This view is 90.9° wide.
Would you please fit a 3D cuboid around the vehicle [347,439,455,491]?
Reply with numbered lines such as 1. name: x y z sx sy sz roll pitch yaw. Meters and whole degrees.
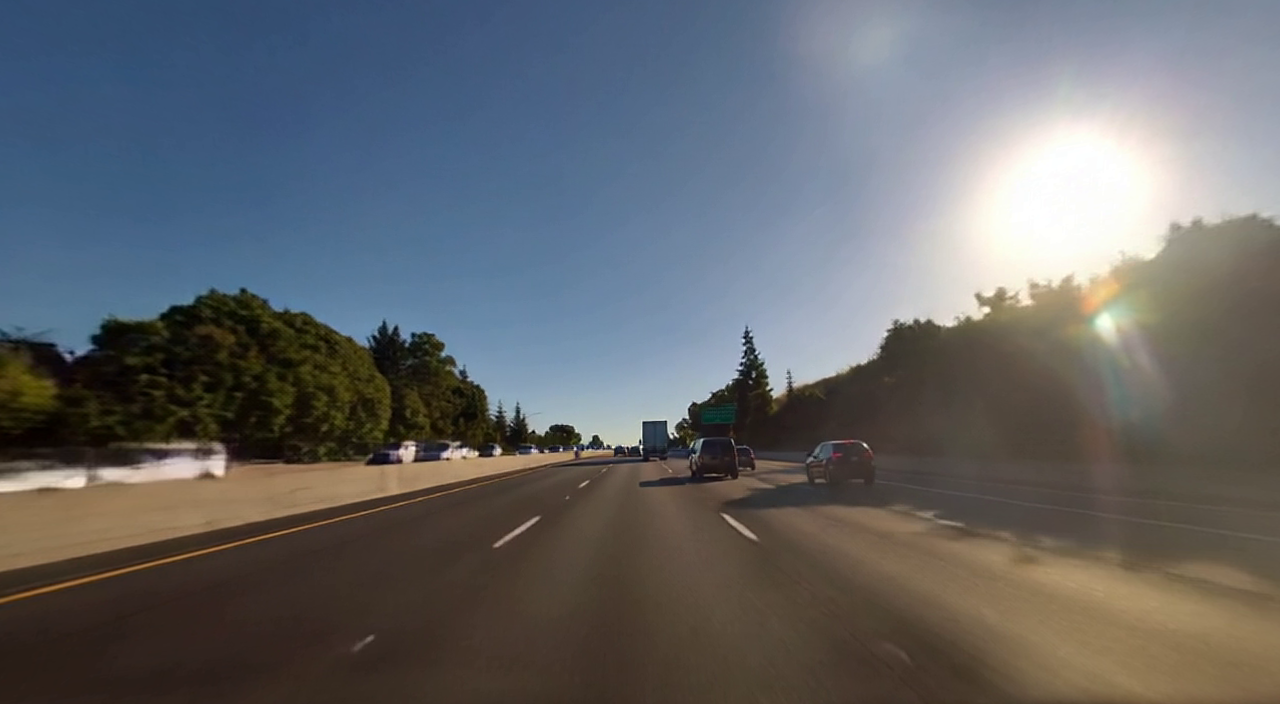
1. vehicle: -7.985 3.789 21.552 1.942 1.600 4.288 0 -8 1

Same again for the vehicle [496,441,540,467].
1. vehicle: -8.485 7.134 44.288 2.112 1.672 4.433 0 -8 1

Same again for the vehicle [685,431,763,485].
1. vehicle: 3.089 4.019 24.254 2.209 1.862 4.717 0 -8 -2

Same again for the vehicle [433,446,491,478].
1. vehicle: -8.685 5.365 31.015 1.833 1.441 3.593 0 -8 -1

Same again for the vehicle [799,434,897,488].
1. vehicle: 7.290 3.854 22.647 1.976 1.703 4.288 0 -8 -1
